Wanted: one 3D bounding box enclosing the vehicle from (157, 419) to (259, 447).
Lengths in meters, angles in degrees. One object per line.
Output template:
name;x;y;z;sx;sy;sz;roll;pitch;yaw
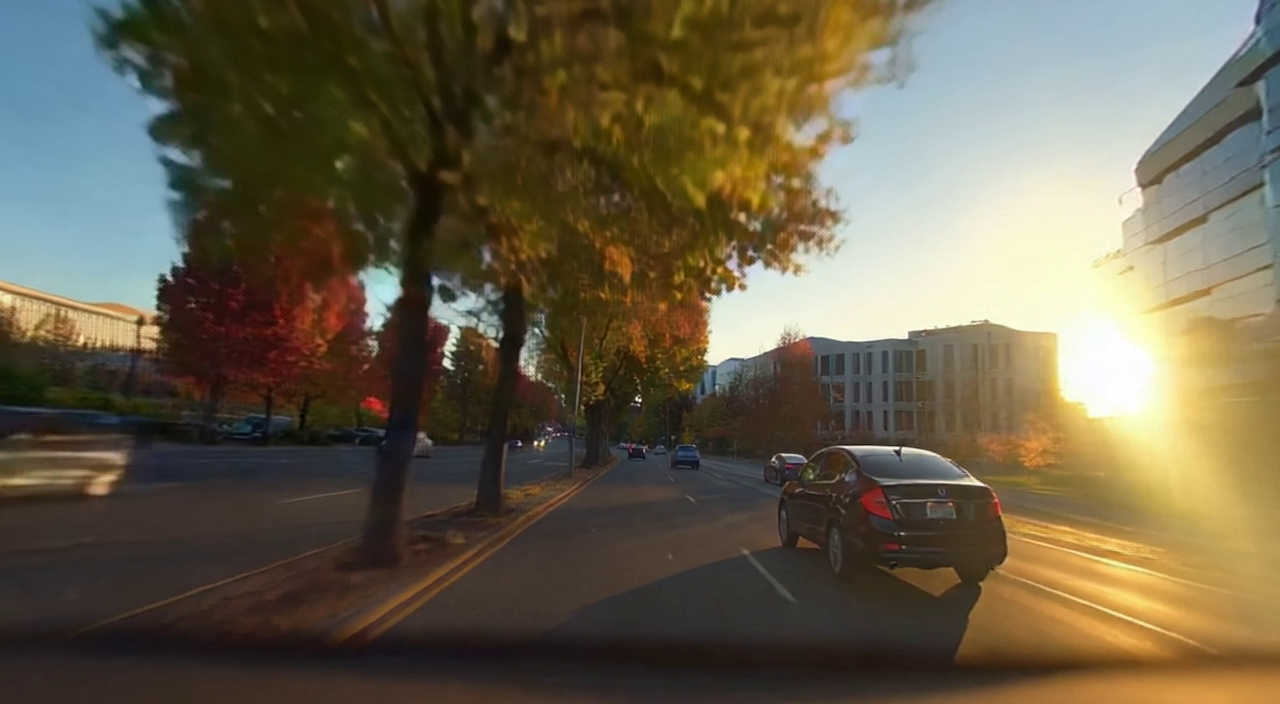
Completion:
vehicle;-27.109;5.108;39.679;4.787;1.664;2.211;0;-8;-1

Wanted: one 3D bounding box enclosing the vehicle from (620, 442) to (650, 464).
vehicle;-0.343;6.974;43.658;1.991;1.477;3.814;0;-8;-1

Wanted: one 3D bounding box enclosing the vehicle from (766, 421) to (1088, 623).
vehicle;2.823;1.725;7.342;1.901;1.634;3.896;2;-8;0

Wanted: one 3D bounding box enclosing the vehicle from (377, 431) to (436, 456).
vehicle;-15.011;5.923;40.778;1.987;1.475;4.708;0;-8;0

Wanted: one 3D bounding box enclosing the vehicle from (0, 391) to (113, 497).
vehicle;-11.374;1.471;10.061;2.122;1.685;4.358;0;-8;0

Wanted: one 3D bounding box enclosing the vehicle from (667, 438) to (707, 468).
vehicle;3.032;6.643;41.805;2.154;1.844;4.634;0;-8;-2
